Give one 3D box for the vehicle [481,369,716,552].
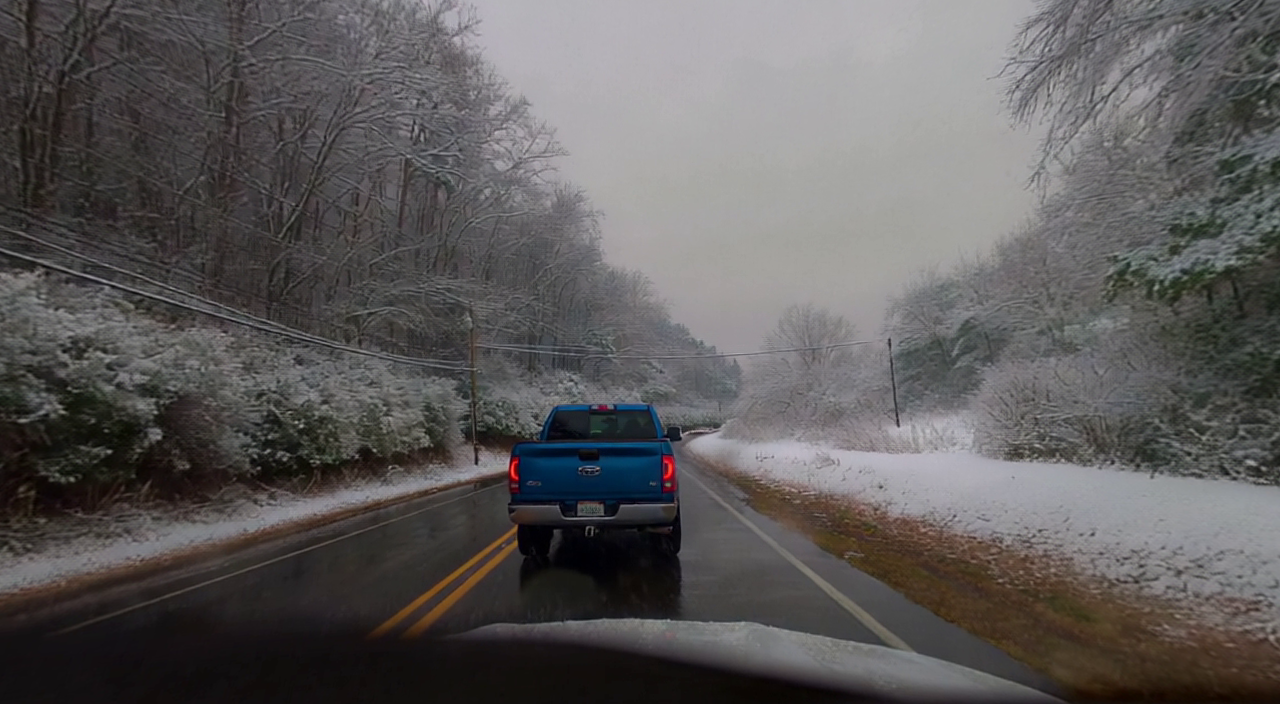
[{"bbox_3d":[-0.532,1.744,10.697,2.837,2.223,5.885,0,-8,-1],"label":"vehicle"}]
